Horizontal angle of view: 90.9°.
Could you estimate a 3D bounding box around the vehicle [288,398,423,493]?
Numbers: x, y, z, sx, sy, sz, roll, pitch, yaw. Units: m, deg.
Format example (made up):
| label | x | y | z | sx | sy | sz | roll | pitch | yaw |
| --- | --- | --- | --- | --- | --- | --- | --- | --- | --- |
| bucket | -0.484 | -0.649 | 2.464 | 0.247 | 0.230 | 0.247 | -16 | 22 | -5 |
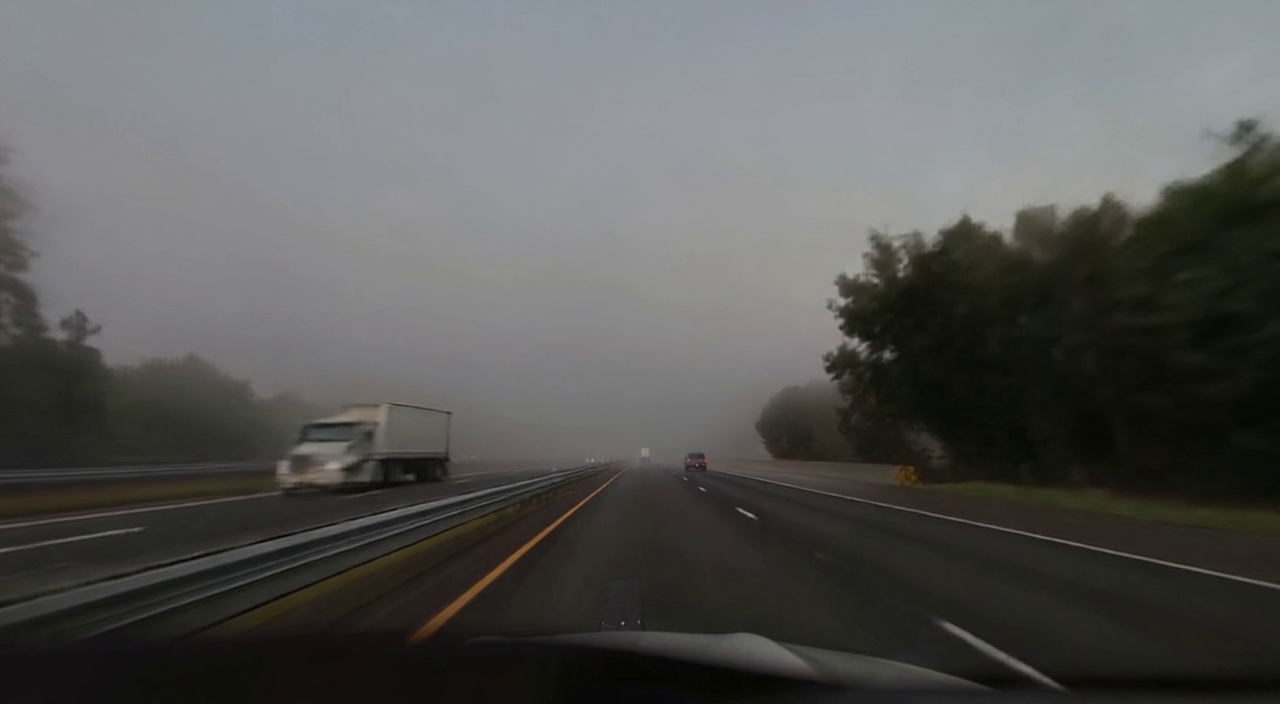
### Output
| label | x | y | z | sx | sy | sz | roll | pitch | yaw |
| --- | --- | --- | --- | --- | --- | --- | --- | --- | --- |
| vehicle | -12.799 | 4.325 | 29.180 | 2.956 | 3.840 | 6.896 | 0 | -9 | 0 |
